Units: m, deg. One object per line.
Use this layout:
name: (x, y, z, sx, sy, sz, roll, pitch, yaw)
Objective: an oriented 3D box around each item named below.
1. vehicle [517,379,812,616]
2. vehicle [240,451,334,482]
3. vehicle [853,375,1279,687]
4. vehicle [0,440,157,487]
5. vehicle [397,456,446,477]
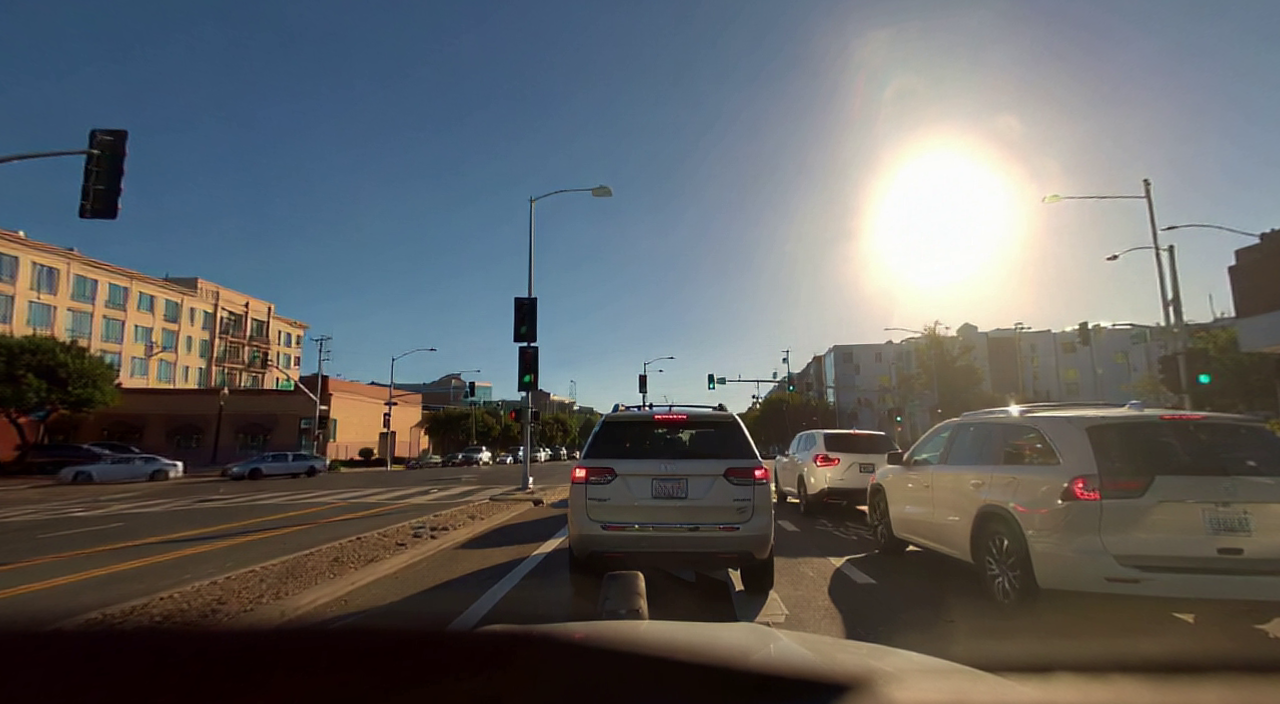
vehicle: (0.231, 1.462, 7.216, 2.292, 1.840, 4.394, 0, -9, 1)
vehicle: (-22.192, 7.161, 39.832, 4.744, 1.739, 2.089, 7, -11, -41)
vehicle: (3.598, 1.293, 5.664, 2.018, 1.701, 4.288, 0, -9, 2)
vehicle: (-24.578, 4.836, 27.553, 5.062, 1.946, 2.243, 0, -9, -1)
vehicle: (-16.594, 8.681, 48.243, 1.864, 1.444, 4.255, -1, -9, 6)
